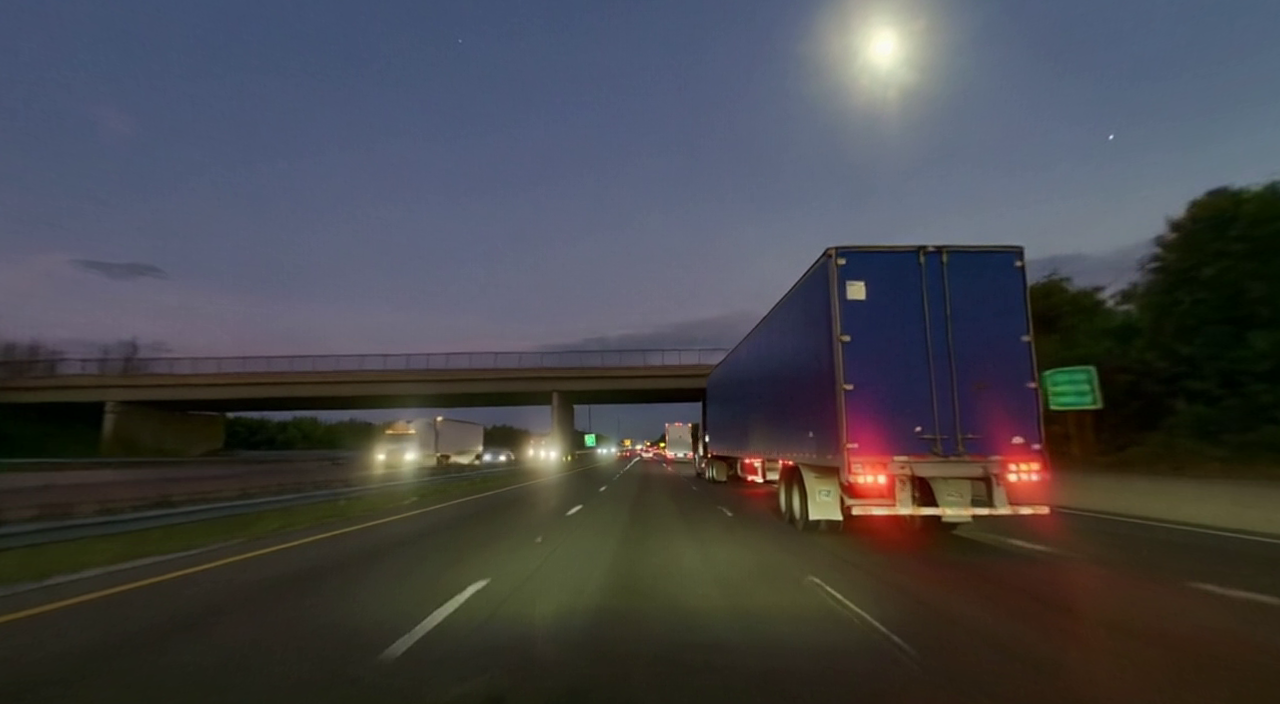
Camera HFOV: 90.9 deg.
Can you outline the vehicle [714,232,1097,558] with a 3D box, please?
[{"bbox_3d":[4.030,1.554,14.847,2.825,4.054,14.210,0,-9,0],"label":"vehicle"}]
